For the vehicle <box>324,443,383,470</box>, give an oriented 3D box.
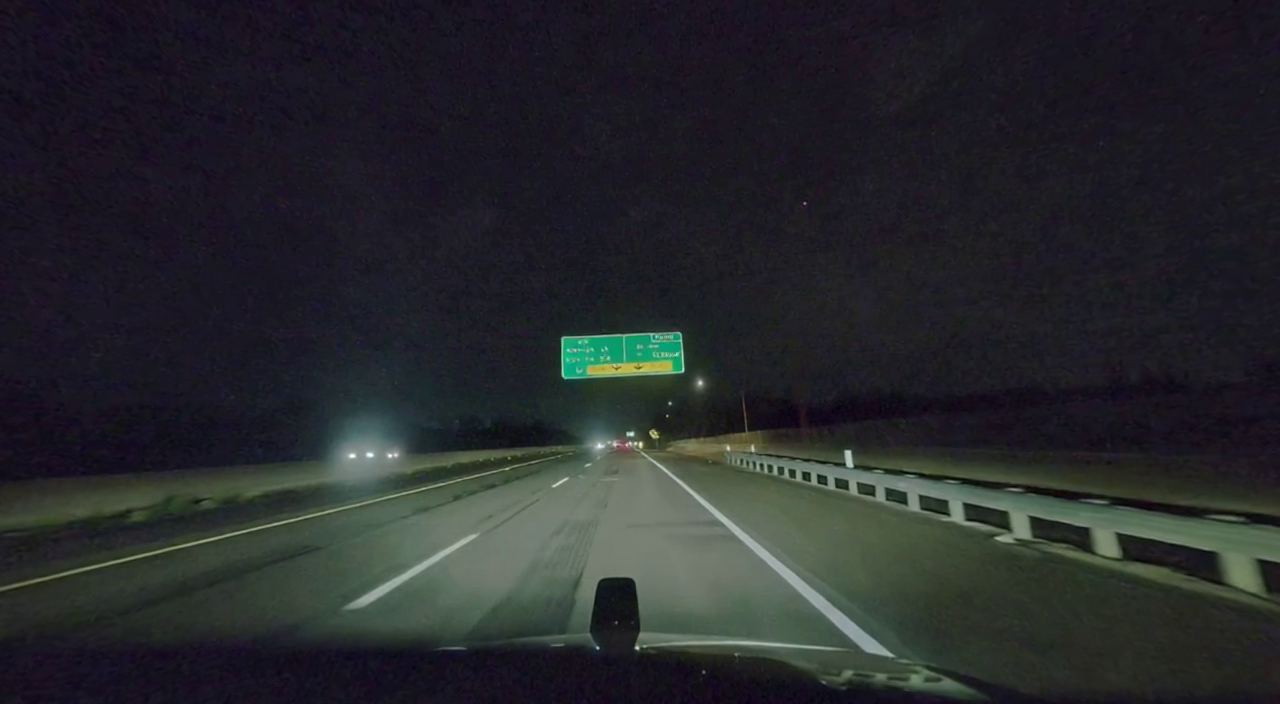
[{"bbox_3d":[-18.356,6.692,40.550,1.950,1.558,4.121,0,-8,-1],"label":"vehicle"}]
